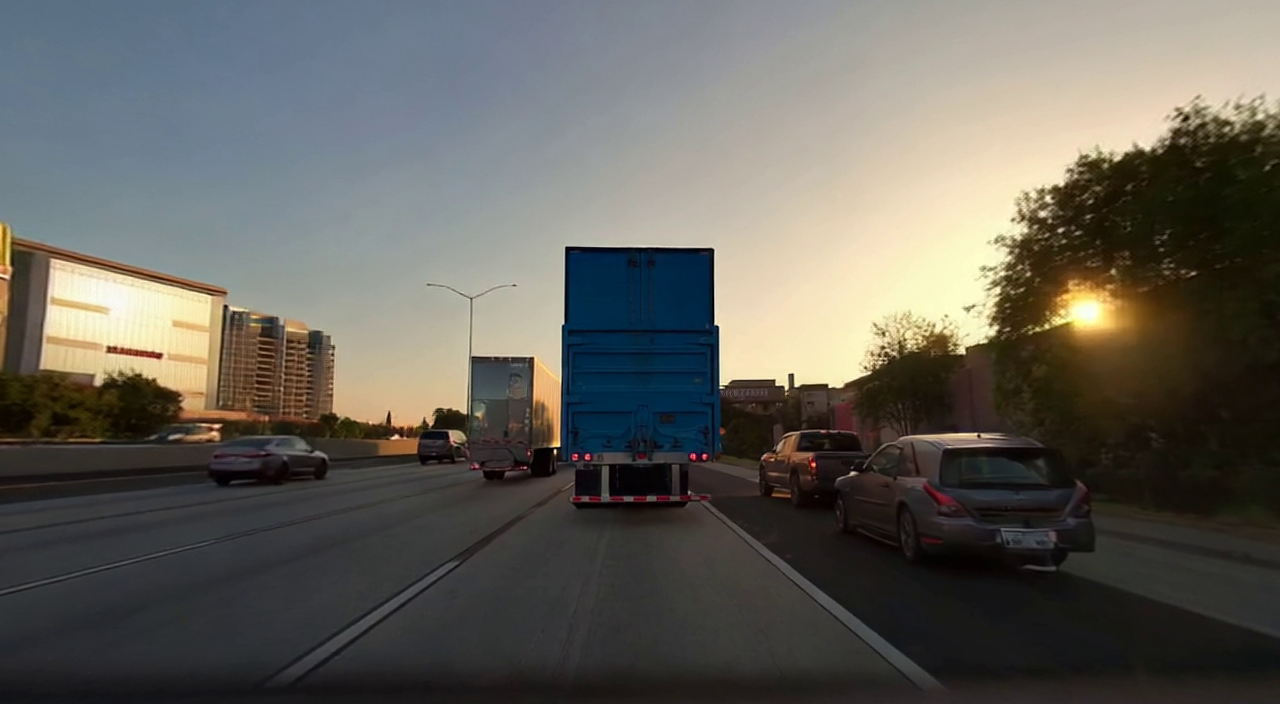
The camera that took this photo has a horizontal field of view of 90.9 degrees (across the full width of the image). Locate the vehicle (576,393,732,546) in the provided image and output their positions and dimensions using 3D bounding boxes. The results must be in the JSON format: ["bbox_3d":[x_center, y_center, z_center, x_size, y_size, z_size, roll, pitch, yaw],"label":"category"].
[{"bbox_3d":[0.112,1.773,10.001,1.947,1.910,4.040,0,-9,-2],"label":"vehicle"}]

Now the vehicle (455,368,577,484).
[{"bbox_3d":[-4.177,2.861,23.442,2.814,3.513,8.529,0,-9,0],"label":"vehicle"}]

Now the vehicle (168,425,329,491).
[{"bbox_3d":[-11.468,3.143,18.977,1.915,1.710,4.670,0,-9,-1],"label":"vehicle"}]
